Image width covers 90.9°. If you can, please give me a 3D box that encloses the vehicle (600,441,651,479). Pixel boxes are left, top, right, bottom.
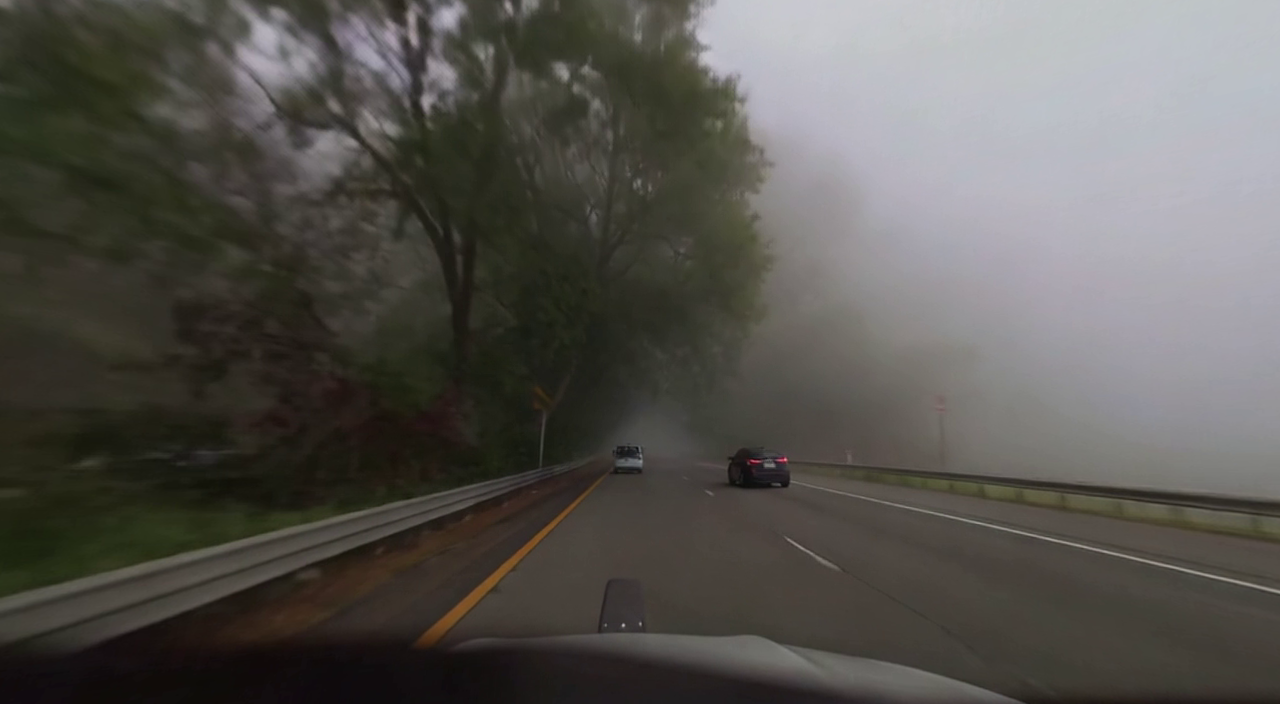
[{"bbox_3d":[-0.629,4.858,28.483,2.120,1.575,4.018,0,-9,0],"label":"vehicle"}]

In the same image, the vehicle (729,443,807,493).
[{"bbox_3d":[4.057,3.731,20.522,1.757,1.459,3.398,0,-9,-1],"label":"vehicle"}]
